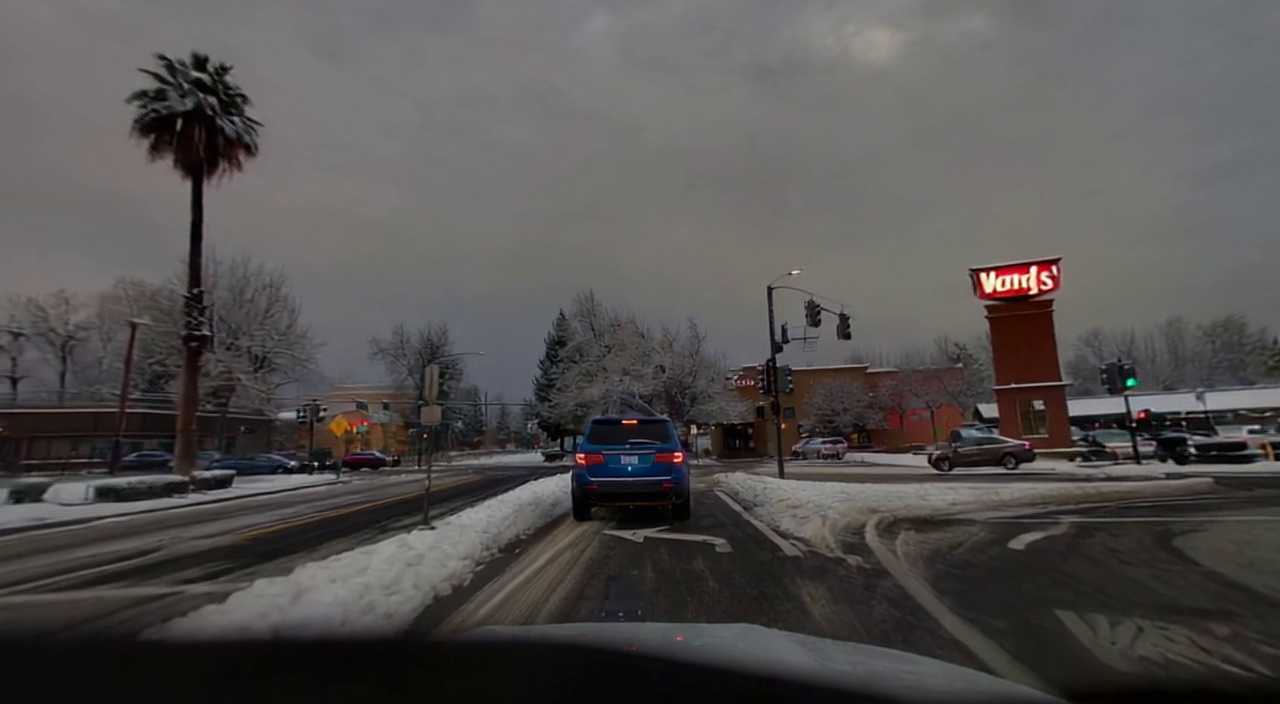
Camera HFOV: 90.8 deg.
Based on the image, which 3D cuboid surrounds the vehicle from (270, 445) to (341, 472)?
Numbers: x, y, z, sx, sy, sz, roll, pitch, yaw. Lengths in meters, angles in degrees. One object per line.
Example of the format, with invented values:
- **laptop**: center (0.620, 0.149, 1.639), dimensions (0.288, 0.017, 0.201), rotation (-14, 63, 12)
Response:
- **vehicle**: center (-22.344, 7.056, 42.176), dimensions (4.790, 1.687, 1.969), rotation (-5, -10, 32)

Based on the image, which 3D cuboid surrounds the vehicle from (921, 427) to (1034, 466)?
- **vehicle**: center (16.498, 4.672, 31.180), dimensions (4.641, 1.778, 1.958), rotation (-4, -9, 23)

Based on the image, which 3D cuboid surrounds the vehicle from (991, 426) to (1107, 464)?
- **vehicle**: center (21.352, 4.911, 33.192), dimensions (4.852, 1.847, 1.983), rotation (-5, -10, 32)

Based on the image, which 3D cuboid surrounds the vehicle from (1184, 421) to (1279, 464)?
- **vehicle**: center (28.497, 4.072, 28.365), dimensions (5.809, 1.839, 1.957), rotation (-6, -10, 33)

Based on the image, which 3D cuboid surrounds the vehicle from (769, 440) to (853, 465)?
- **vehicle**: center (10.726, 6.286, 39.745), dimensions (4.665, 1.467, 1.833), rotation (-6, -10, 33)

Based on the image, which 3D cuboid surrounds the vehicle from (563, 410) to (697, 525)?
- **vehicle**: center (-0.179, 2.306, 13.103), dimensions (2.263, 1.932, 4.709), rotation (0, -8, 0)

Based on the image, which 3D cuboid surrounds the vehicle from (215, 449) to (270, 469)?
- **vehicle**: center (-29.422, 7.870, 46.718), dimensions (4.081, 1.383, 1.878), rotation (-6, -10, 33)
